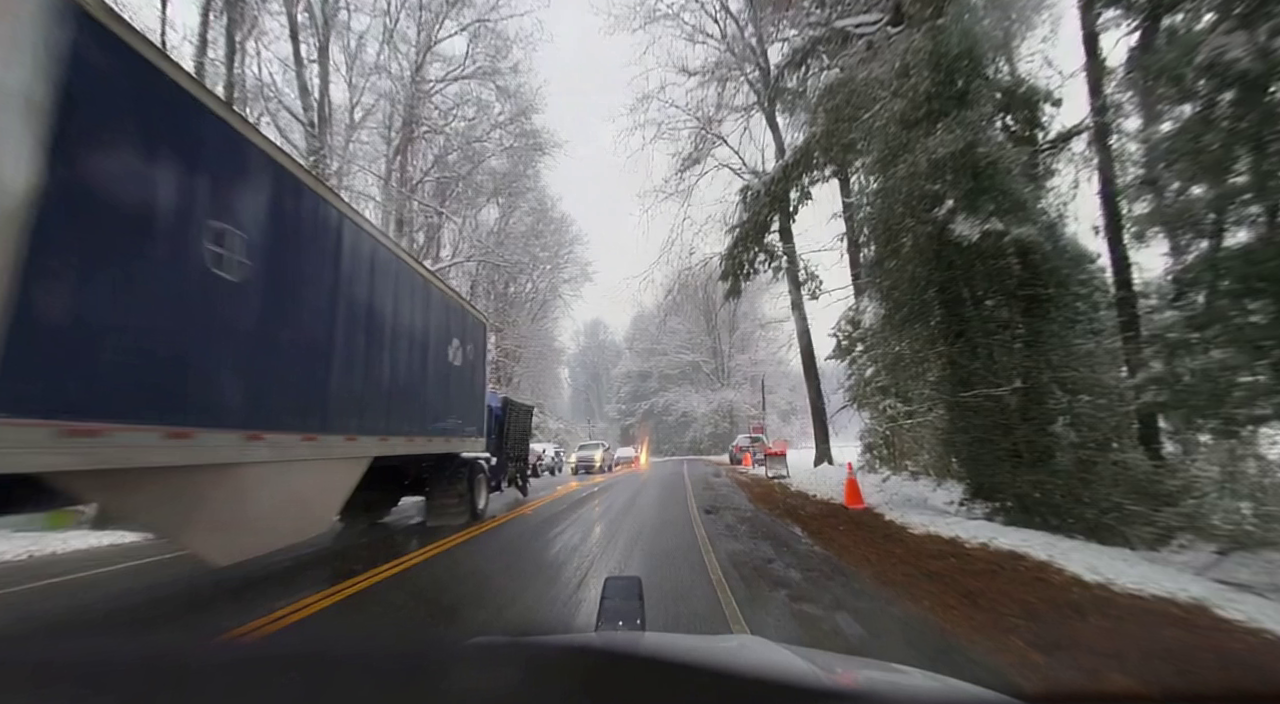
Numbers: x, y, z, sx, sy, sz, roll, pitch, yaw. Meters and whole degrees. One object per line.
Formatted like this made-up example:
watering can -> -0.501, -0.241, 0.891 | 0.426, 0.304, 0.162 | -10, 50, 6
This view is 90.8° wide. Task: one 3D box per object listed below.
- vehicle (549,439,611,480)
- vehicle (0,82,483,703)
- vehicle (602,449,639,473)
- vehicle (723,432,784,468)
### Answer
vehicle -> -2.825, 5.215, 30.966 | 2.177, 1.803, 4.690 | -1, -8, 5
vehicle -> -4.109, 0.752, 5.480 | 3.158, 2.808, 8.423 | 0, -8, 1
vehicle -> -1.317, 7.495, 43.758 | 1.981, 1.410, 4.162 | -4, -9, 5
vehicle -> 7.014, 6.194, 40.017 | 2.845, 2.053, 6.457 | 0, -8, 2
